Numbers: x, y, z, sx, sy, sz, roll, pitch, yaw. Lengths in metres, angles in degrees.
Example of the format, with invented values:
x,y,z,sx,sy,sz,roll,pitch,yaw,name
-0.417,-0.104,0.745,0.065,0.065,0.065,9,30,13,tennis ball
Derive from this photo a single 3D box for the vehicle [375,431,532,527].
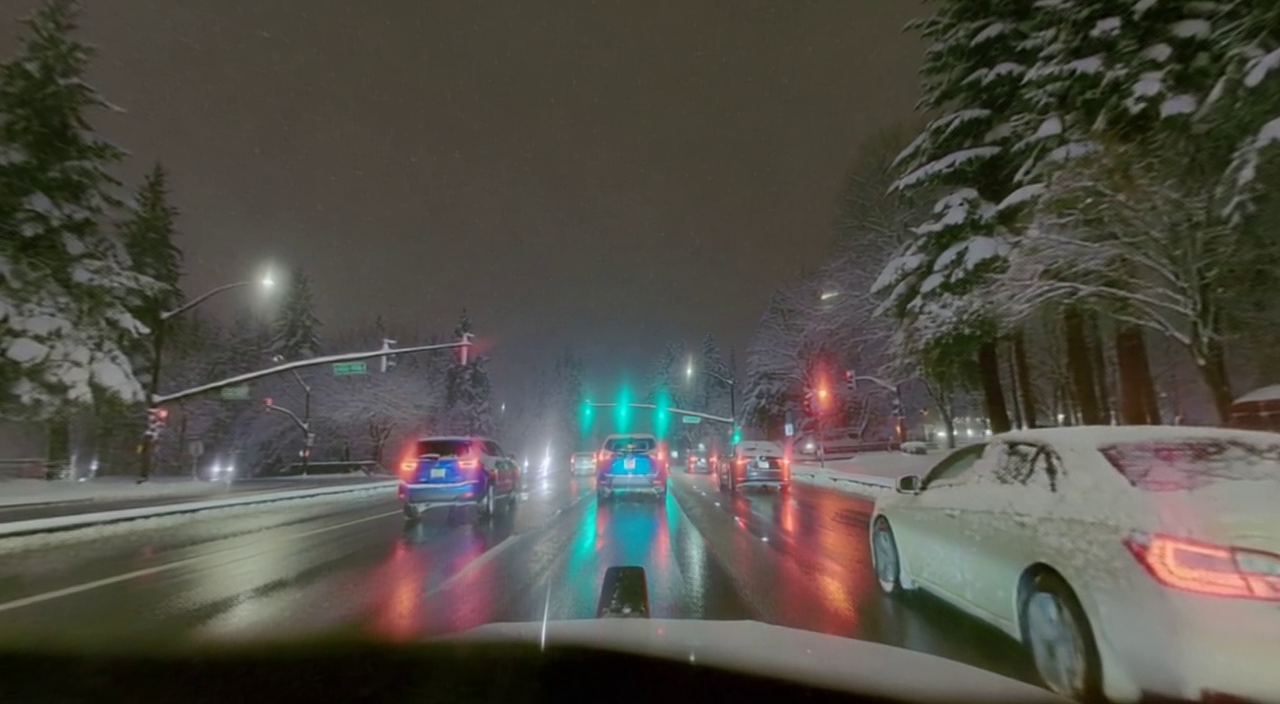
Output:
x,y,z,sx,sy,sz,roll,pitch,yaw,name
-3.748,2.625,13.619,2.039,1.709,4.265,0,-8,1,vehicle

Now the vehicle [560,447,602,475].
x,y,z,sx,sy,sz,roll,pitch,yaw,name
-3.343,6.282,36.449,1.897,1.479,4.204,0,-8,1,vehicle

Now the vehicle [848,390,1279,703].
x,y,z,sx,sy,sz,roll,pitch,yaw,name
3.011,1.139,3.809,1.976,1.491,4.427,0,-8,0,vehicle

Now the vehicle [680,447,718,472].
x,y,z,sx,sy,sz,roll,pitch,yaw,name
3.807,6.972,41.109,1.996,1.443,4.270,0,-8,-1,vehicle

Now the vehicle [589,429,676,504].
x,y,z,sx,sy,sz,roll,pitch,yaw,name
-0.194,3.132,17.685,2.132,1.816,4.471,0,-8,0,vehicle

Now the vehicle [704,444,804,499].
x,y,z,sx,sy,sz,roll,pitch,yaw,name
3.357,3.606,19.570,2.036,1.480,4.659,0,-8,-3,vehicle

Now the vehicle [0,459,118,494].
x,y,z,sx,sy,sz,roll,pitch,yaw,name
-34.016,7.203,36.538,5.352,1.850,2.276,0,-8,-2,vehicle
